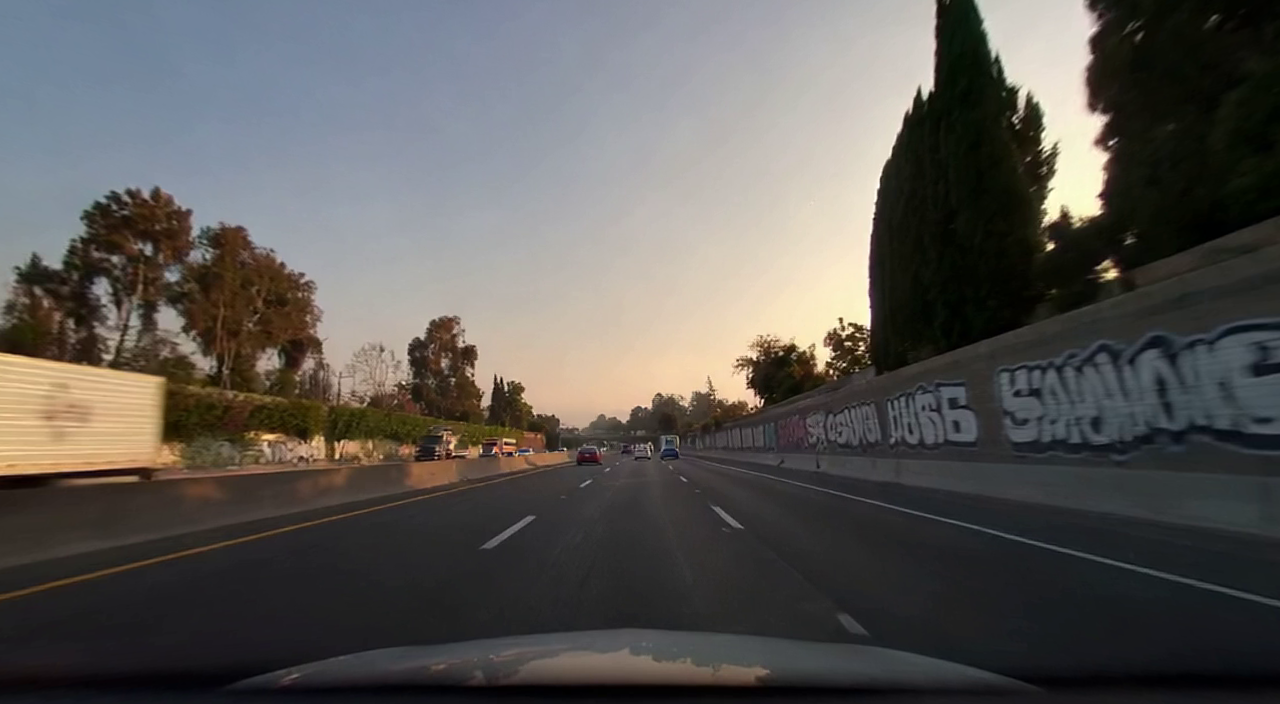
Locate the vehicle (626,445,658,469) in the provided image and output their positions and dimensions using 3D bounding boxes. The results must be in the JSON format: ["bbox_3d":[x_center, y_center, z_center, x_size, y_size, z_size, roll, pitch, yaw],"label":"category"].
[{"bbox_3d":[0.096,6.941,41.739,2.009,1.506,4.091,0,-9,0],"label":"vehicle"}]

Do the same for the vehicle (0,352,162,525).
[{"bbox_3d":[-16.605,1.659,12.411,3.275,3.983,14.098,0,-9,0],"label":"vehicle"}]

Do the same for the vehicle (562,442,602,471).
[{"bbox_3d":[-3.624,6.634,40.072,2.095,1.671,4.193,0,-9,1],"label":"vehicle"}]
